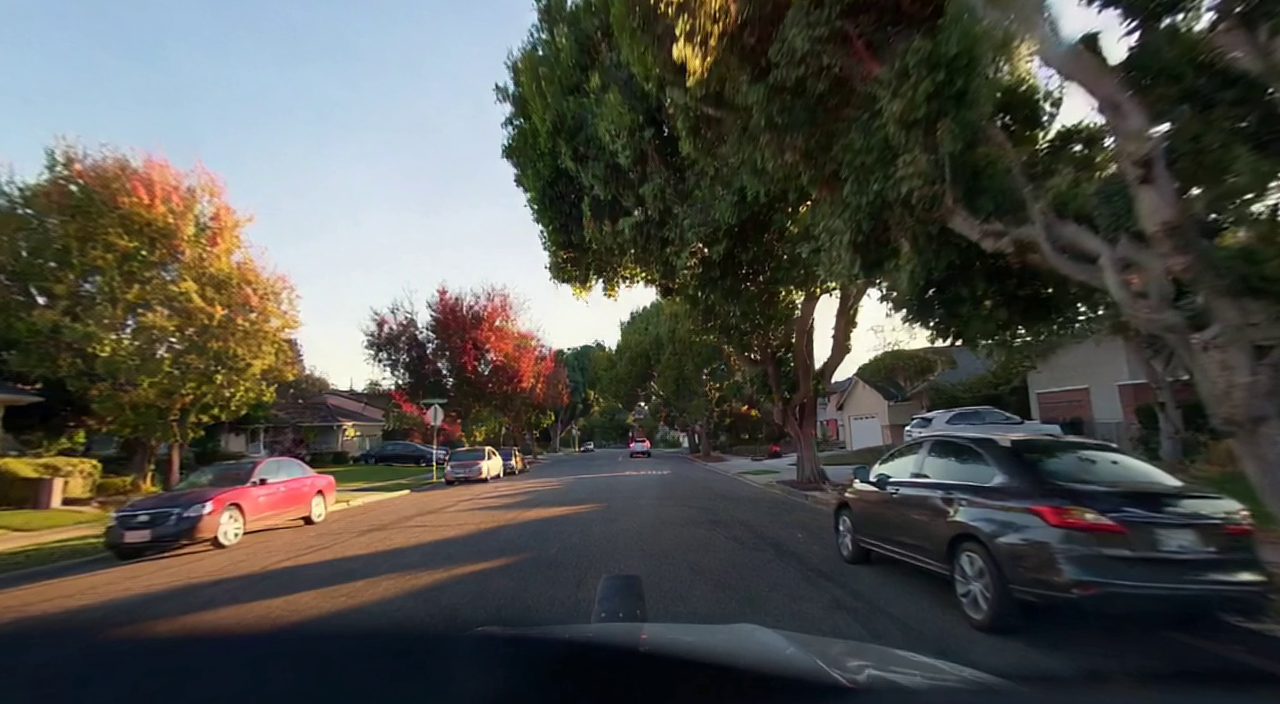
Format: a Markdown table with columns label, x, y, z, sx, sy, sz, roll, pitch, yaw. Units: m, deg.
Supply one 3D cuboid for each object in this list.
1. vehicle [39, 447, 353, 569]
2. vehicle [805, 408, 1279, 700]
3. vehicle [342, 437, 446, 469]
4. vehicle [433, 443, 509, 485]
| label | x | y | z | sx | sy | sz | roll | pitch | yaw |
| --- | --- | --- | --- | --- | --- | --- | --- | --- | --- |
| vehicle | -6.815 | 2.385 | 10.482 | 2.009 | 1.470 | 4.475 | -3 | -9 | 0 |
| vehicle | 3.157 | 1.383 | 5.632 | 2.004 | 1.469 | 4.706 | 0 | -8 | -1 |
| vehicle | -15.375 | 6.342 | 39.635 | 5.619 | 1.947 | 2.183 | 1 | -9 | -4 |
| vehicle | -6.830 | 4.552 | 25.993 | 1.972 | 1.543 | 4.622 | 0 | -8 | -2 |
